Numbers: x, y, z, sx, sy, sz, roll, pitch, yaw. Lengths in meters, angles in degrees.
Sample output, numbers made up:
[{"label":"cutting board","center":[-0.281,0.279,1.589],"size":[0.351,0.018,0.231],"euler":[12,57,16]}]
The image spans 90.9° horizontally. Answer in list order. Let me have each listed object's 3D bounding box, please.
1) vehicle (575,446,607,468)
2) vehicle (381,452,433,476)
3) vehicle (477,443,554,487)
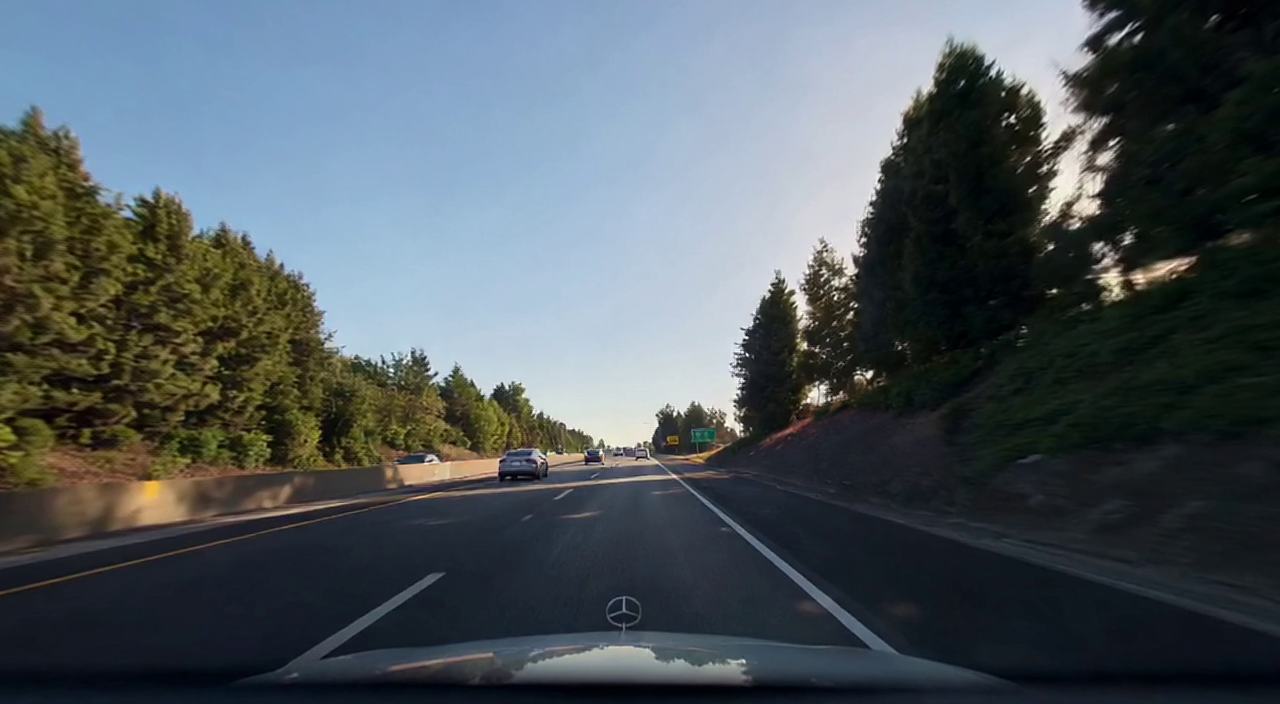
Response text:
[{"label":"vehicle","center":[-3.454,7.532,45.150],"size":[2.005,1.474,3.921],"euler":[0,-9,0]},{"label":"vehicle","center":[-14.184,6.809,38.516],"size":[1.763,1.418,3.685],"euler":[0,-9,0]},{"label":"vehicle","center":[-4.604,4.242,24.012],"size":[1.975,1.501,4.603],"euler":[0,-9,0]}]
